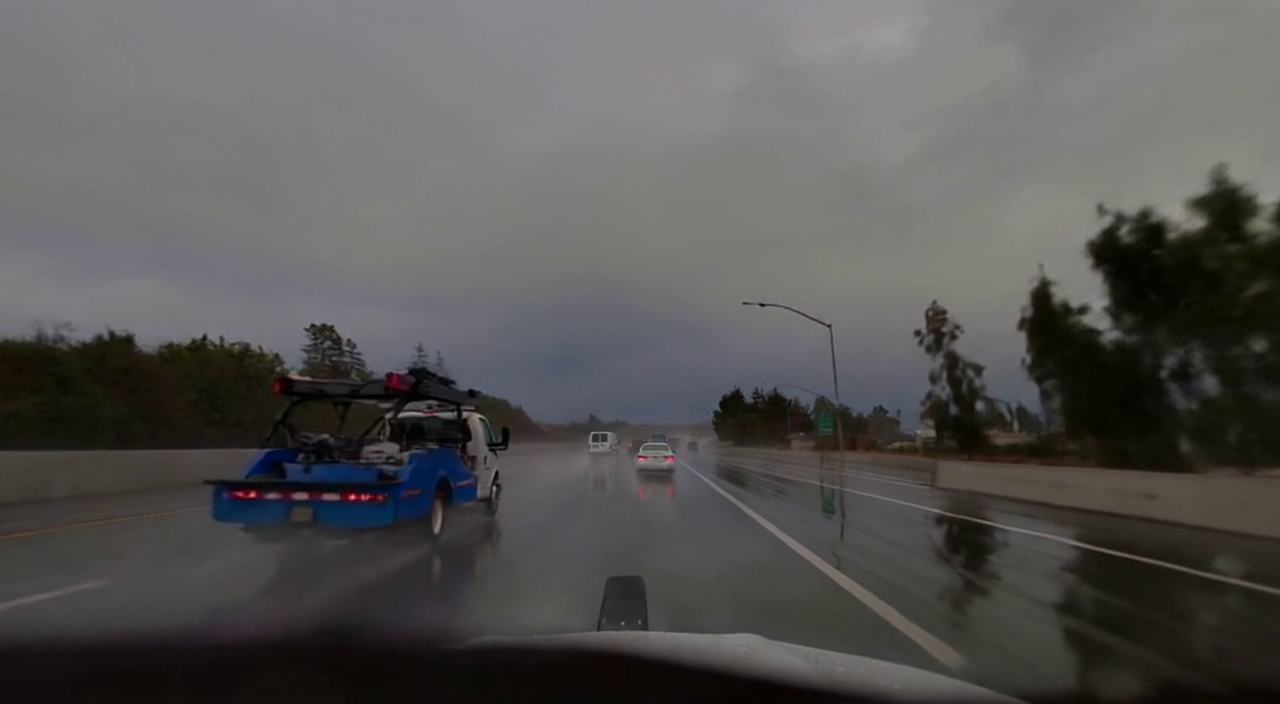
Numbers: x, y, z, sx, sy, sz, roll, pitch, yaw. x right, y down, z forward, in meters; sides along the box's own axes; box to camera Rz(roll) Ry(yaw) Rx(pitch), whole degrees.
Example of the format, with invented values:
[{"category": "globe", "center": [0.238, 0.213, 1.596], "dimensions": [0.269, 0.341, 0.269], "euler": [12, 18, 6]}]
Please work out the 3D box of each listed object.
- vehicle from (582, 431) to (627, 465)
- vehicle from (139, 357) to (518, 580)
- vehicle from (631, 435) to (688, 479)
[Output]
[{"category": "vehicle", "center": [-2.330, 6.543, 43.060], "dimensions": [2.526, 2.146, 5.594], "euler": [0, -8, 2]}, {"category": "vehicle", "center": [-3.451, 1.478, 8.690], "dimensions": [2.292, 2.070, 5.532], "euler": [0, -8, 1]}, {"category": "vehicle", "center": [0.777, 4.359, 26.369], "dimensions": [2.165, 1.653, 4.456], "euler": [0, -8, 1]}]
